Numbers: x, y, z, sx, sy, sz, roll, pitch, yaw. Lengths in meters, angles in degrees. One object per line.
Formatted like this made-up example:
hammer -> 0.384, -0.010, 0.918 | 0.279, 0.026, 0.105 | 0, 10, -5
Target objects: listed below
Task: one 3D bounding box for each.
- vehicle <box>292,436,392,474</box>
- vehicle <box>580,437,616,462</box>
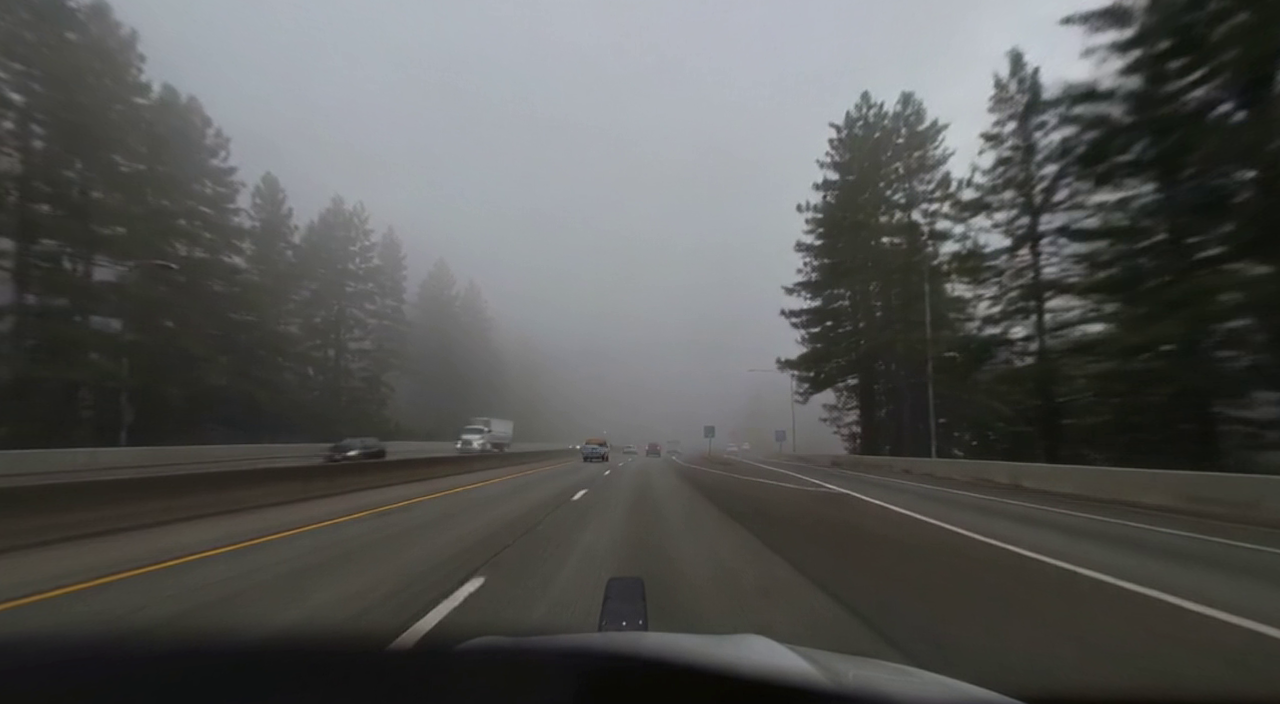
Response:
vehicle -> -13.095, 4.556, 28.069 | 2.059, 1.527, 4.706 | 0, -8, 1
vehicle -> -3.007, 7.084, 46.009 | 2.129, 1.742, 4.217 | -1, -8, 3
